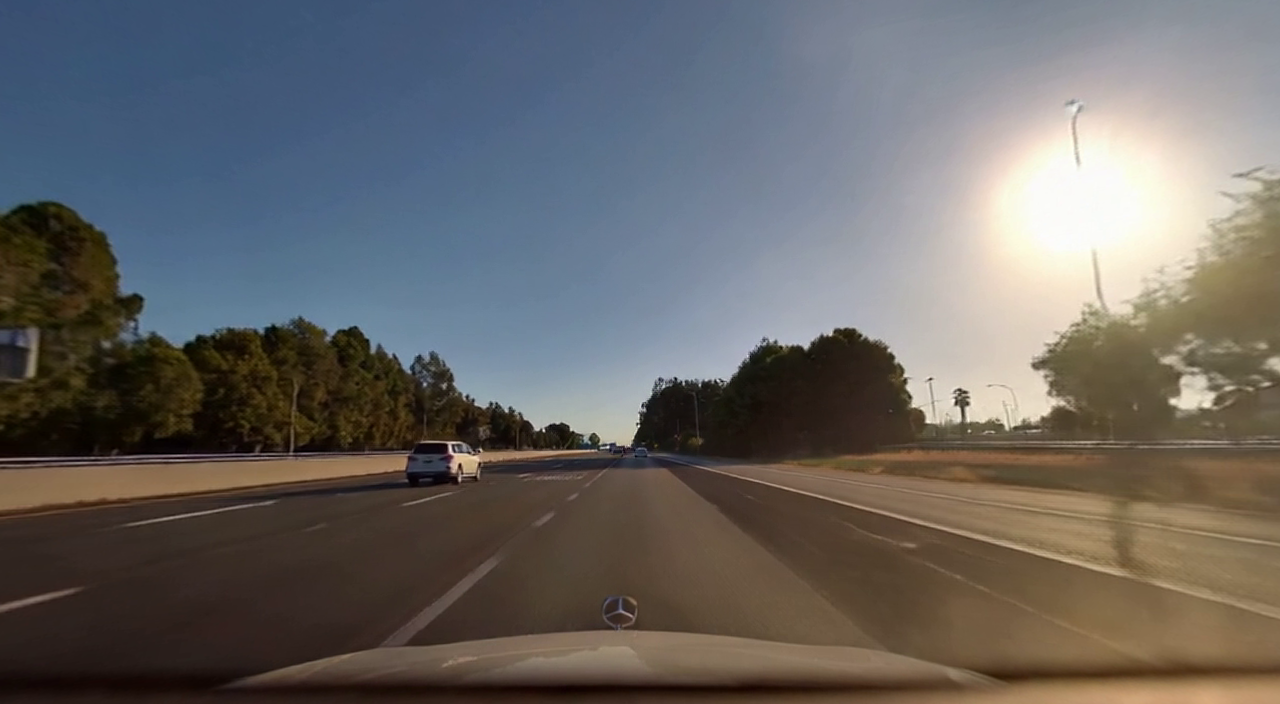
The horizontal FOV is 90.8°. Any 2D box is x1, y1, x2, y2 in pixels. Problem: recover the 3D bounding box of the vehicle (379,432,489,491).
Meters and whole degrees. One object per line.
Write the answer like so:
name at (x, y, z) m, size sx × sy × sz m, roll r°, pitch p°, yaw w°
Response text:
vehicle at (-7.052, 3.792, 22.280) m, size 2.231 × 1.807 × 4.758 m, roll 0°, pitch -8°, yaw 0°
